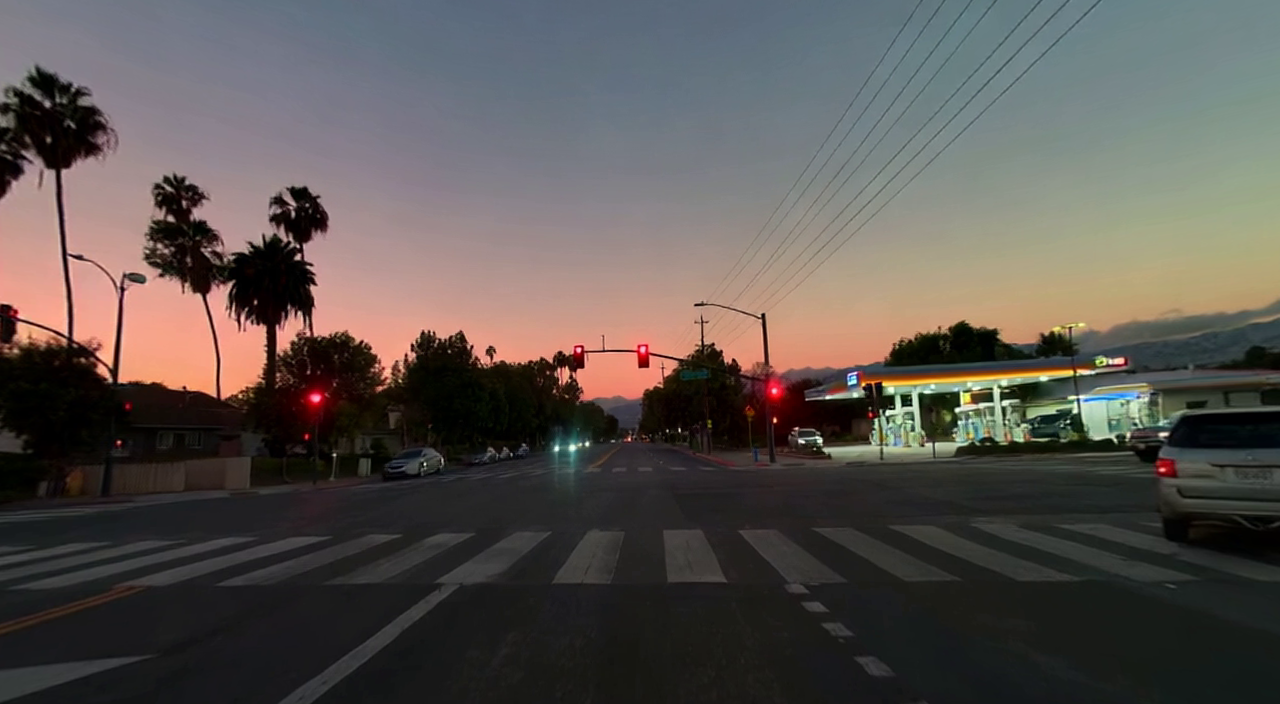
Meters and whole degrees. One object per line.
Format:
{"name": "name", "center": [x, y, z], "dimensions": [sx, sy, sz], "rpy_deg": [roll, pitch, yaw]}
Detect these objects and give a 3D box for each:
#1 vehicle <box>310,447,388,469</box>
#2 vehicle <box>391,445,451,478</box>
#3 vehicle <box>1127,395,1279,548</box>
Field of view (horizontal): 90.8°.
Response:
{"name": "vehicle", "center": [-20.861, 7.626, 45.465], "dimensions": [4.672, 1.469, 1.816], "rpy_deg": [0, -9, -2]}
{"name": "vehicle", "center": [-12.976, 6.485, 37.745], "dimensions": [2.009, 1.777, 4.559], "rpy_deg": [0, -9, -1]}
{"name": "vehicle", "center": [8.597, 1.596, 8.839], "dimensions": [2.299, 1.732, 4.146], "rpy_deg": [-8, -12, 42]}
